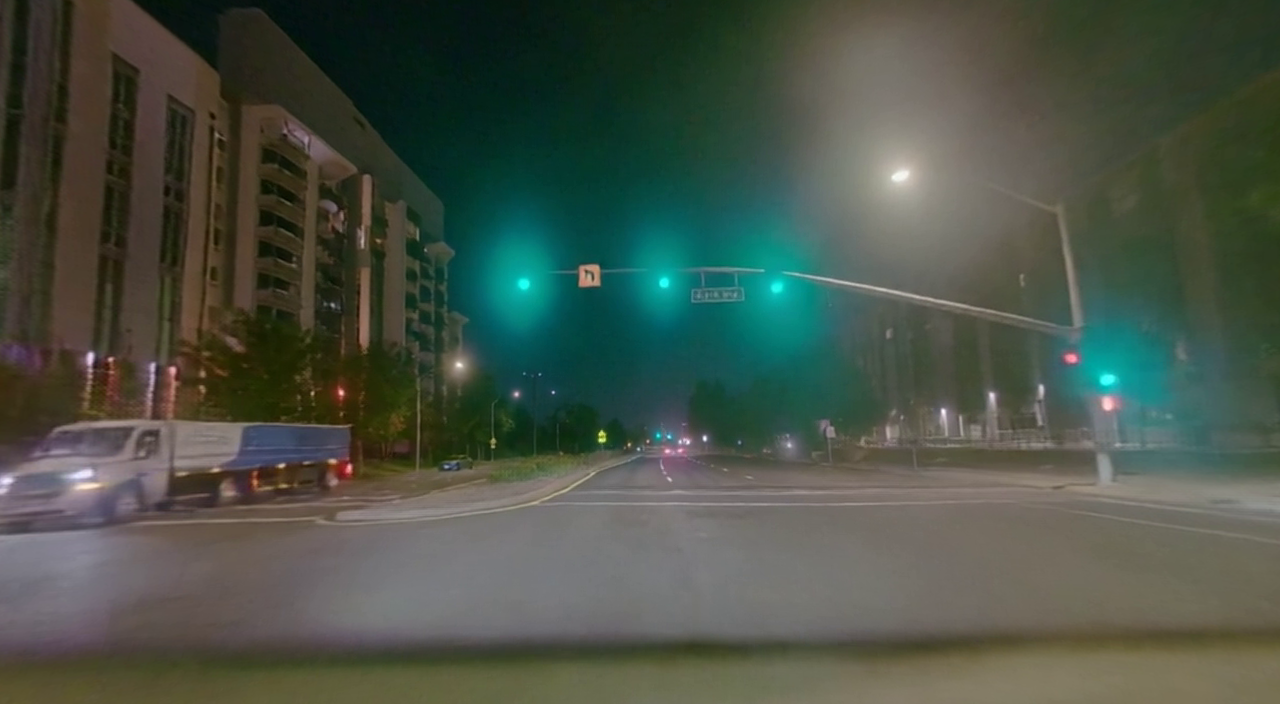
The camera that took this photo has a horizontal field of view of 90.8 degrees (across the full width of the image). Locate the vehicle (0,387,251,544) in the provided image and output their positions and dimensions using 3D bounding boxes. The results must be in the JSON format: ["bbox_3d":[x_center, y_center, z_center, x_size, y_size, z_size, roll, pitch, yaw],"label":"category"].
[{"bbox_3d":[-15.708,3.125,17.983,3.028,3.424,9.908,0,-9,-1],"label":"vehicle"}]
